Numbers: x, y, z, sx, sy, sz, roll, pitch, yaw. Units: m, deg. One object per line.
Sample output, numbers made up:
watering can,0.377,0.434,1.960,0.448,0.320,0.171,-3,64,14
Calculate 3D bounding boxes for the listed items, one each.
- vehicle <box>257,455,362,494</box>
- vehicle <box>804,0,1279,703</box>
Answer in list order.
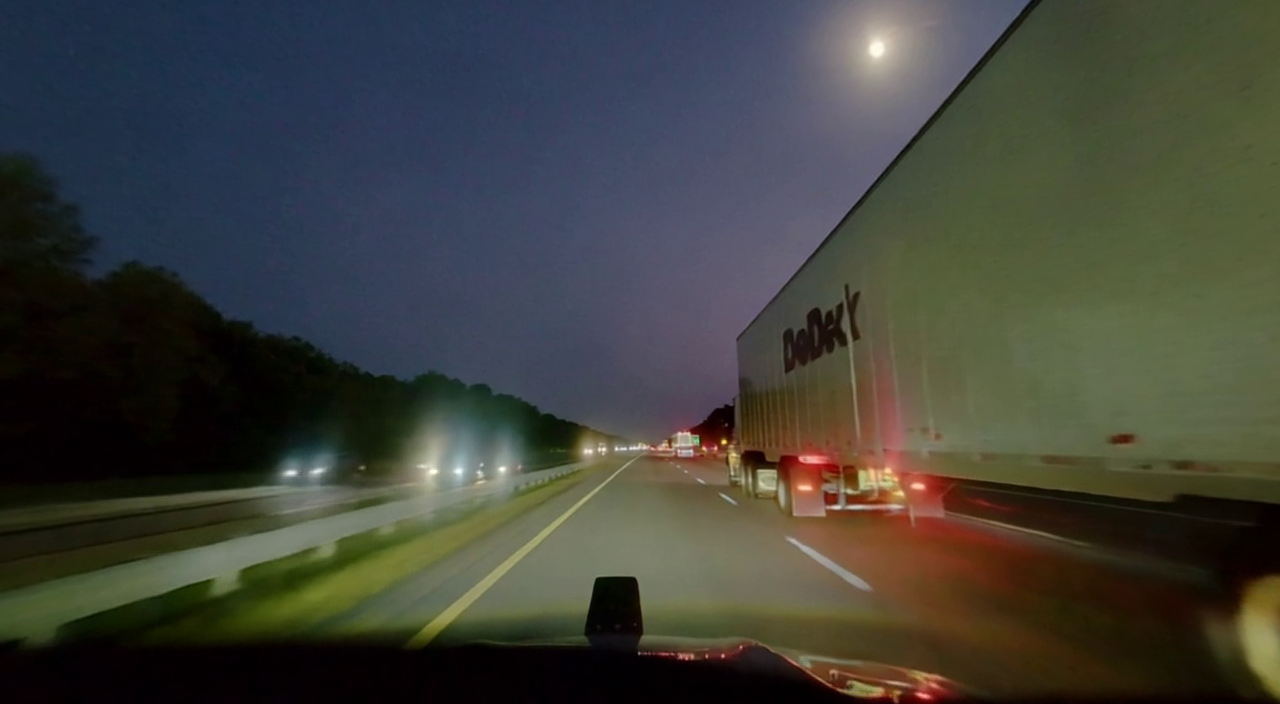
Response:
vehicle,-13.011,4.824,24.997,1.893,1.381,4.130,-1,-9,1
vehicle,3.890,-0.075,4.105,3.025,4.010,9.542,0,-9,0
